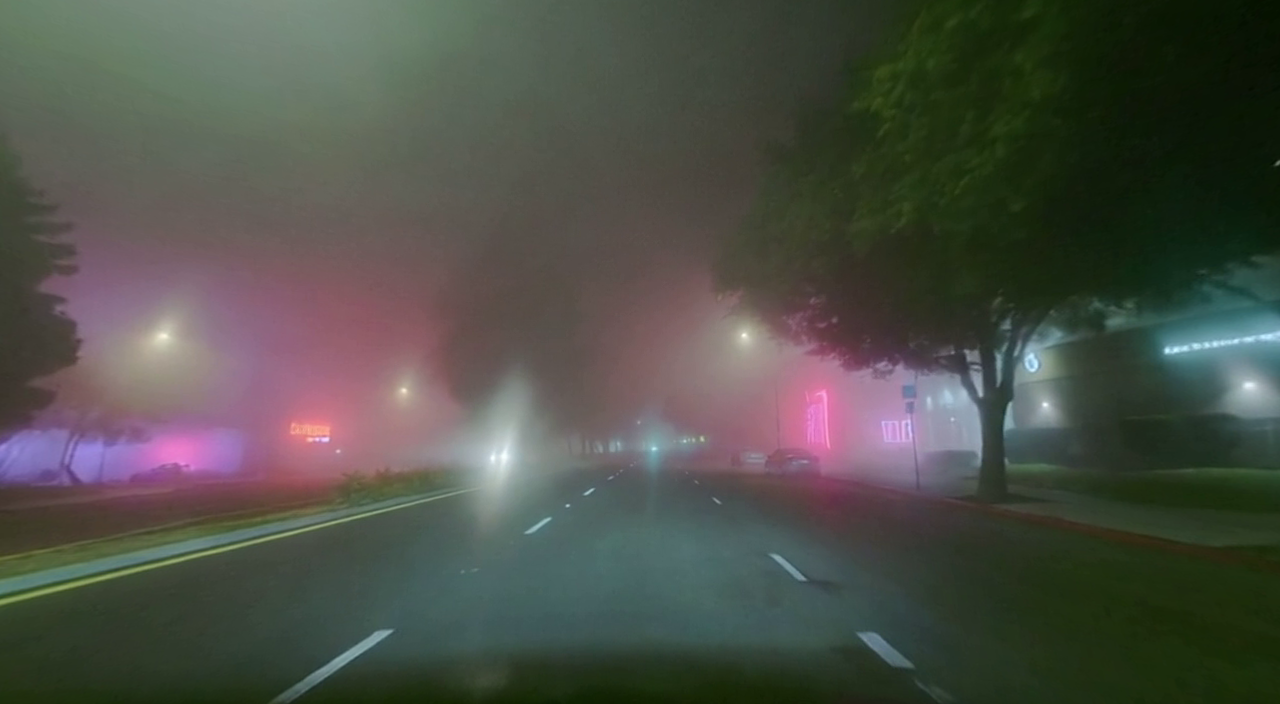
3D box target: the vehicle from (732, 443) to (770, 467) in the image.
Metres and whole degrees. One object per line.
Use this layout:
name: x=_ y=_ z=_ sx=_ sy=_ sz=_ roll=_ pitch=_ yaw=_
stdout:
vehicle: x=7.666 y=7.151 z=44.043 sx=1.923 sy=1.498 sz=4.676 roll=1 pitch=-8 yaw=2

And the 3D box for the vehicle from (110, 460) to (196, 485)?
vehicle: x=-34.806 y=8.625 z=45.147 sx=4.405 sy=1.458 sz=1.990 roll=-2 pitch=-9 yaw=-4

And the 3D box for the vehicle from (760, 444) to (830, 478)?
vehicle: x=7.382 y=5.210 z=30.593 sx=2.119 sy=1.458 sz=4.965 roll=1 pitch=-8 yaw=0
